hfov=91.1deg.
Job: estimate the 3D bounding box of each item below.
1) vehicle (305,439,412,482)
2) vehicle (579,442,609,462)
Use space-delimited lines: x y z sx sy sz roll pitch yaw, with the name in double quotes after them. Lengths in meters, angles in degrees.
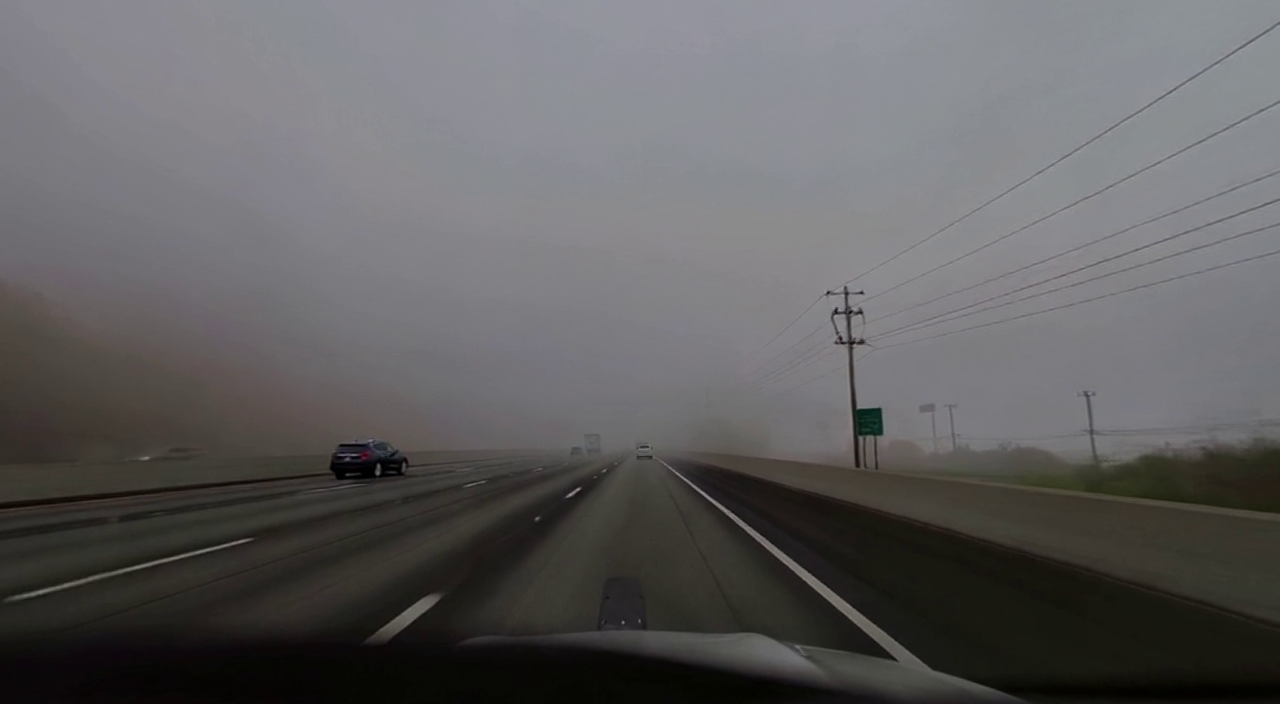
-10.820 4.188 24.561 1.955 1.496 4.732 0 -8 1 "vehicle"
-3.549 7.820 49.321 2.046 1.478 4.111 0 -8 0 "vehicle"
